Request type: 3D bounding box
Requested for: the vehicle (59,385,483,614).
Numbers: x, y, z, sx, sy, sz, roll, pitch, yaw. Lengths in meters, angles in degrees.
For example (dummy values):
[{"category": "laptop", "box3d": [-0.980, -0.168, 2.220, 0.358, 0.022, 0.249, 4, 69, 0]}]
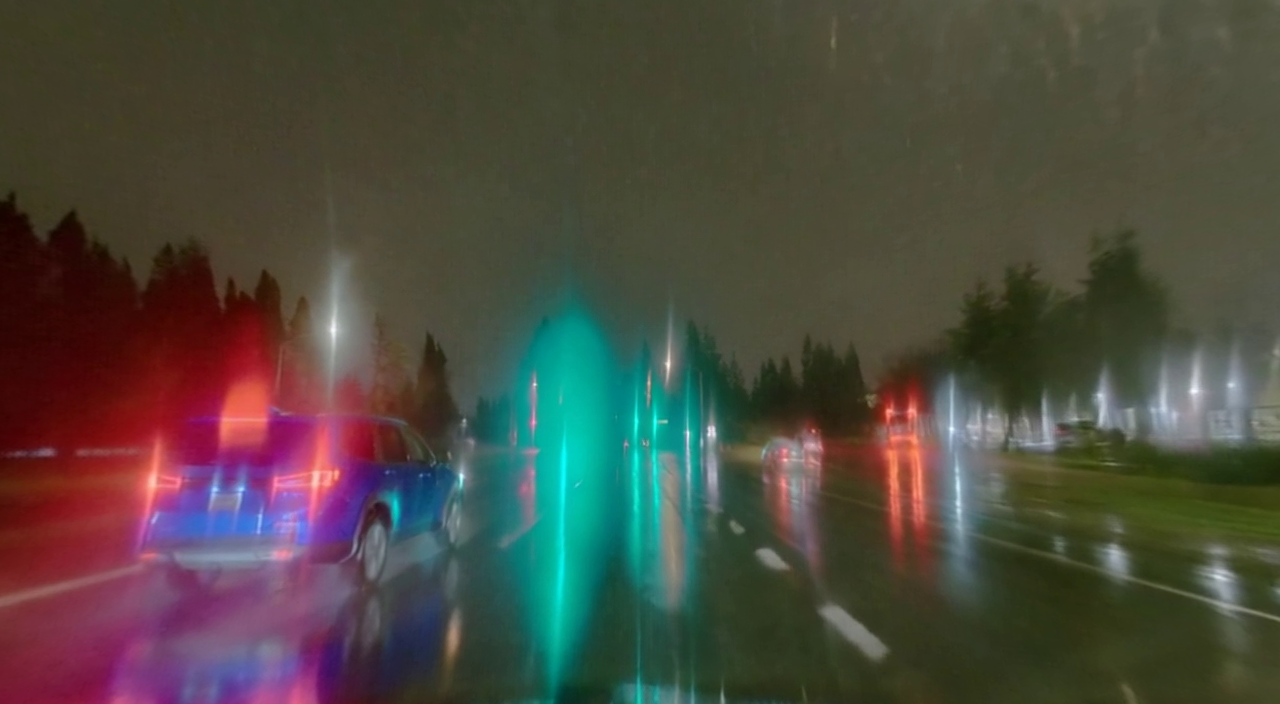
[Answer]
[{"category": "vehicle", "box3d": [-3.350, 1.433, 7.069, 2.033, 1.713, 4.503, 0, -8, 0]}]
